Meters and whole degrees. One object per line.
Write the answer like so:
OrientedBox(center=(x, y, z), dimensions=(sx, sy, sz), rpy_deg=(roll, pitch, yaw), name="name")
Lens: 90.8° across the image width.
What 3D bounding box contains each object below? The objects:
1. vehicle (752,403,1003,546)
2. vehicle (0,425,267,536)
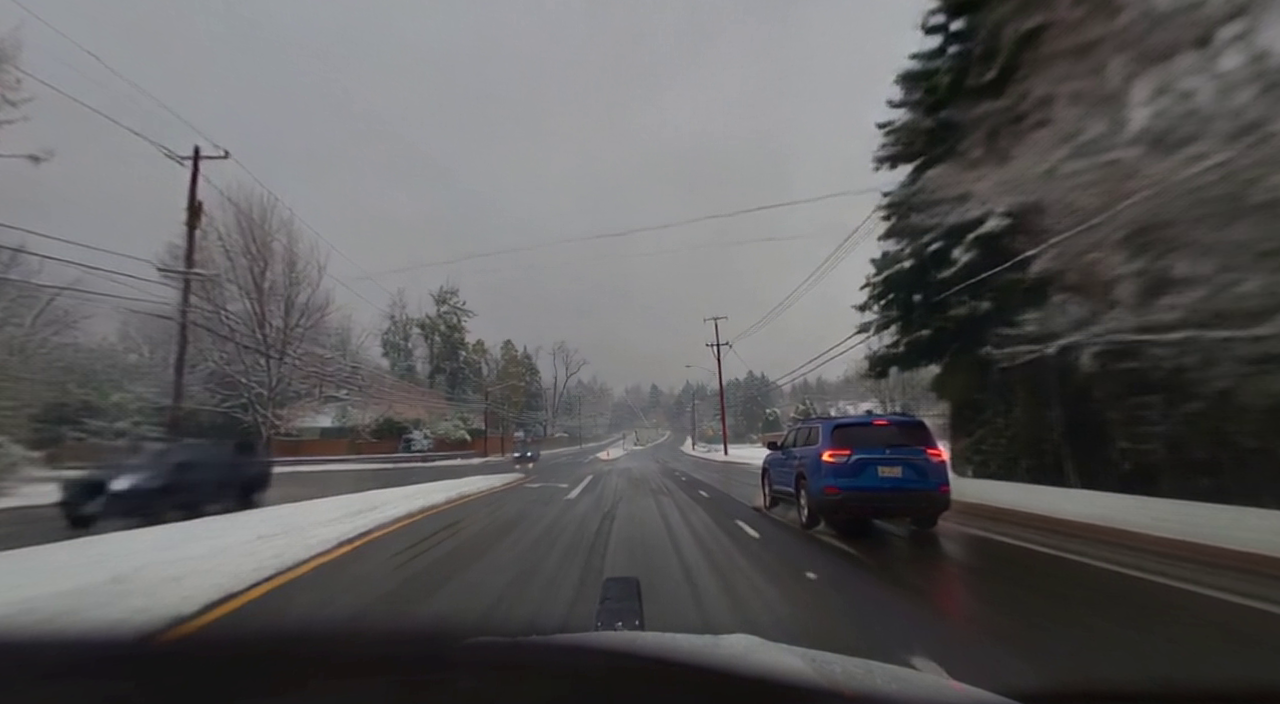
OrientedBox(center=(3.428, 1.901, 10.405), dimensions=(2.193, 1.777, 4.772), rpy_deg=(0, -9, -1), name="vehicle")
OrientedBox(center=(-9.879, 2.408, 12.486), dimensions=(2.075, 1.739, 4.864), rpy_deg=(0, -9, -1), name="vehicle")
